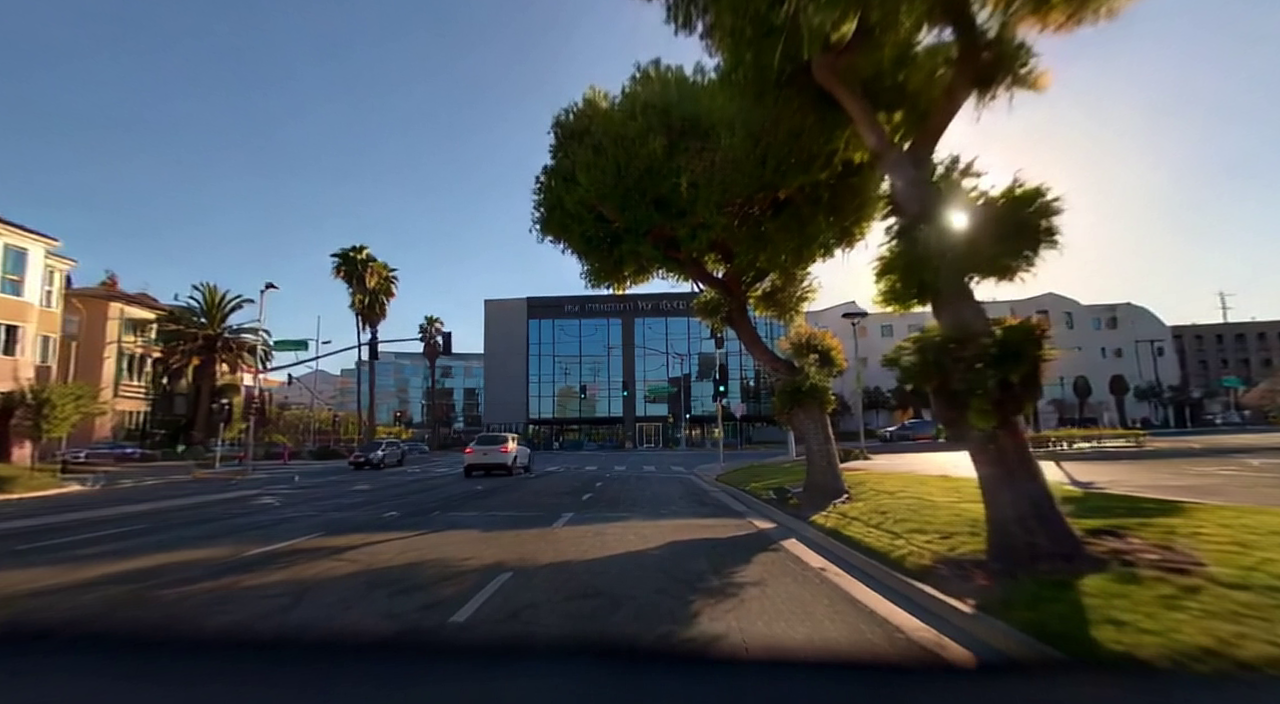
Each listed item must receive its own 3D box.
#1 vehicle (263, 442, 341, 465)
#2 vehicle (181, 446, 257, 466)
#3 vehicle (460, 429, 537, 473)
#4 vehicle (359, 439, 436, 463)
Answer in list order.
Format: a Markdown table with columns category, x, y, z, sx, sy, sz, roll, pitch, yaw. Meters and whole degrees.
| category | x | y | z | sx | sy | sz | roll | pitch | yaw |
| --- | --- | --- | --- | --- | --- | --- | --- | --- | --- |
| vehicle | -25.847 | 7.761 | 48.146 | 4.664 | 1.735 | 2.178 | 0 | -8 | 1 |
| vehicle | -32.530 | 8.050 | 48.565 | 4.421 | 1.482 | 1.927 | 0 | -8 | 0 |
| vehicle | -6.022 | 4.303 | 27.405 | 2.121 | 1.731 | 4.707 | 0 | -8 | 2 |
| vehicle | -18.615 | 7.619 | 48.338 | 4.983 | 1.823 | 2.078 | 0 | -8 | 1 |
